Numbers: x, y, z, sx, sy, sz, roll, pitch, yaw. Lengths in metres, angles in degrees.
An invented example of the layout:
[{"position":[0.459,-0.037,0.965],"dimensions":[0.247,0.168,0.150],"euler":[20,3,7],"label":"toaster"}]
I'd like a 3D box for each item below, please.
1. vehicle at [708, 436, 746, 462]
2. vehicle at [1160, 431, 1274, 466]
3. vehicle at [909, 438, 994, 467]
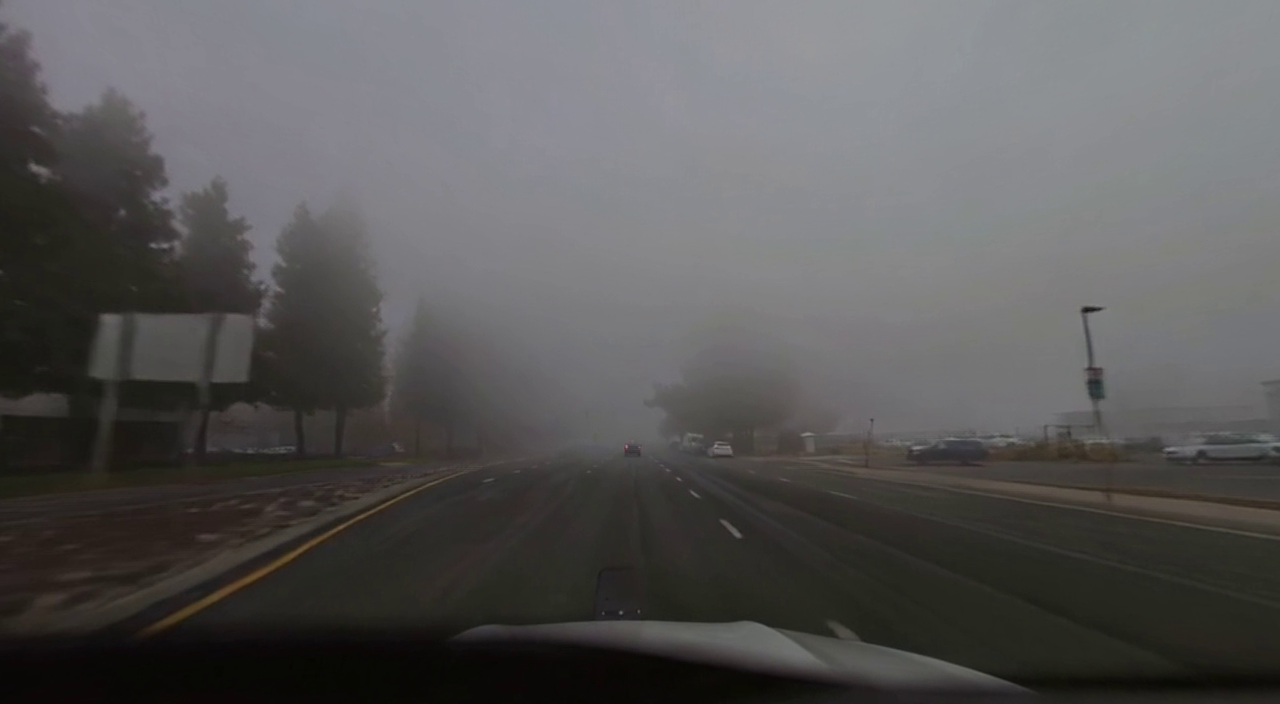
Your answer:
[{"position":[6.252,7.074,46.017],"dimensions":[1.985,1.758,4.523],"euler":[0,-9,-2],"label":"vehicle"},{"position":[30.928,5.200,33.938],"dimensions":[4.454,1.778,2.070],"euler":[1,-9,-10],"label":"vehicle"},{"position":[17.775,5.746,36.101],"dimensions":[3.923,1.575,1.882],"euler":[2,-9,-12],"label":"vehicle"}]
